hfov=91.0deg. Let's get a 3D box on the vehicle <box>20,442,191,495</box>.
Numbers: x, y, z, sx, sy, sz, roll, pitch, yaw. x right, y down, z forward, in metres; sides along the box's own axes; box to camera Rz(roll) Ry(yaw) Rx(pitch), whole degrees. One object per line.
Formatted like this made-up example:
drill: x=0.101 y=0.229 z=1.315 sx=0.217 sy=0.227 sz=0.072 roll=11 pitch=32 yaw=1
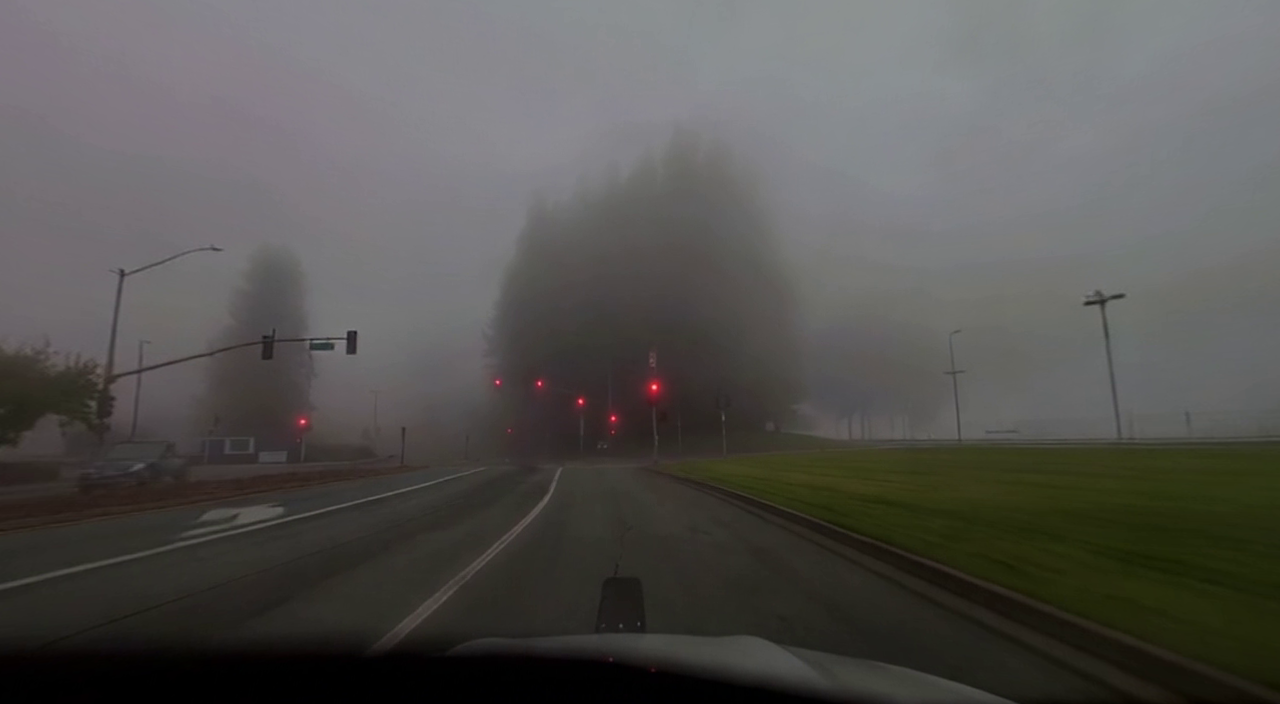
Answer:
vehicle: x=-17.769 y=3.868 z=21.306 sx=1.870 sy=1.594 sz=4.447 roll=0 pitch=-9 yaw=-1
